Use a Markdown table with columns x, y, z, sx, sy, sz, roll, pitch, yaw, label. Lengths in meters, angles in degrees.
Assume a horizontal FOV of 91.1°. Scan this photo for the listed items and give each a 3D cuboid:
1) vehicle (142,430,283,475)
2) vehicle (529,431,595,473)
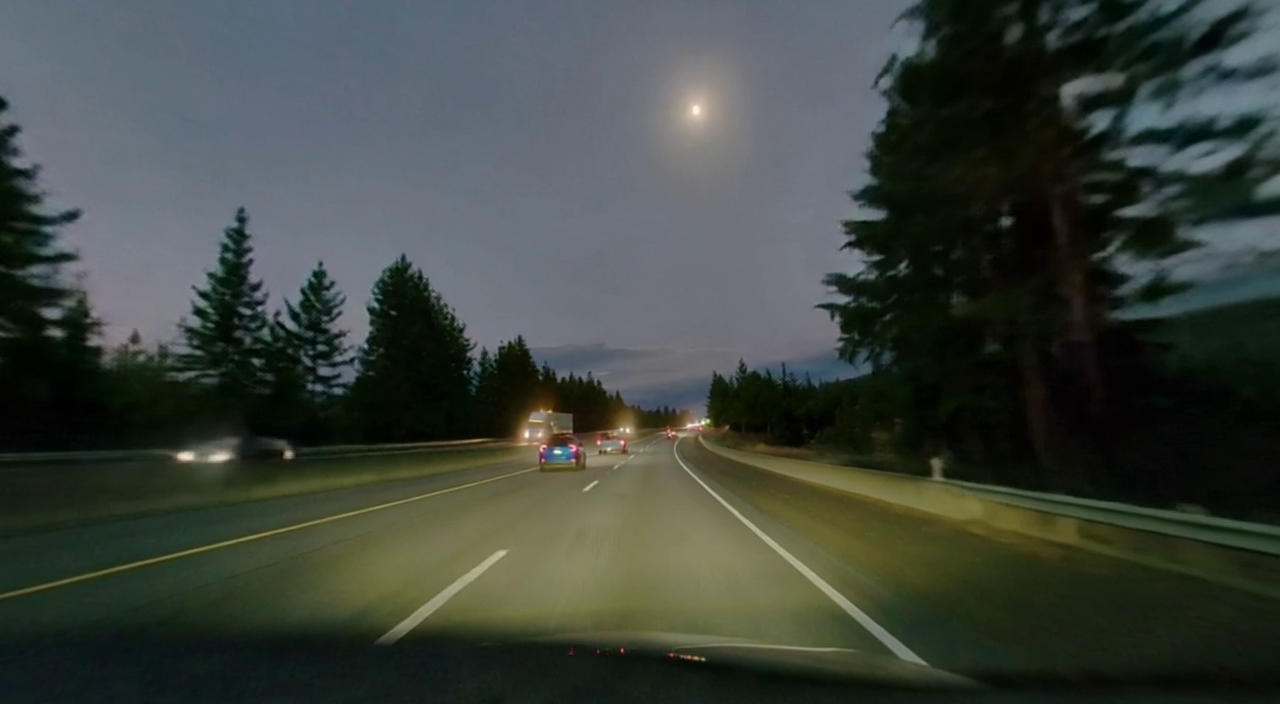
| x | y | z | sx | sy | sz | roll | pitch | yaw | label |
| --- | --- | --- | --- | --- | --- | --- | --- | --- | --- |
| -16.325 | 3.888 | 24.397 | 1.991 | 1.460 | 4.953 | -3 | -8 | 1 | vehicle |
| -3.143 | 4.150 | 26.313 | 2.053 | 1.589 | 4.671 | 0 | -8 | 2 | vehicle |
